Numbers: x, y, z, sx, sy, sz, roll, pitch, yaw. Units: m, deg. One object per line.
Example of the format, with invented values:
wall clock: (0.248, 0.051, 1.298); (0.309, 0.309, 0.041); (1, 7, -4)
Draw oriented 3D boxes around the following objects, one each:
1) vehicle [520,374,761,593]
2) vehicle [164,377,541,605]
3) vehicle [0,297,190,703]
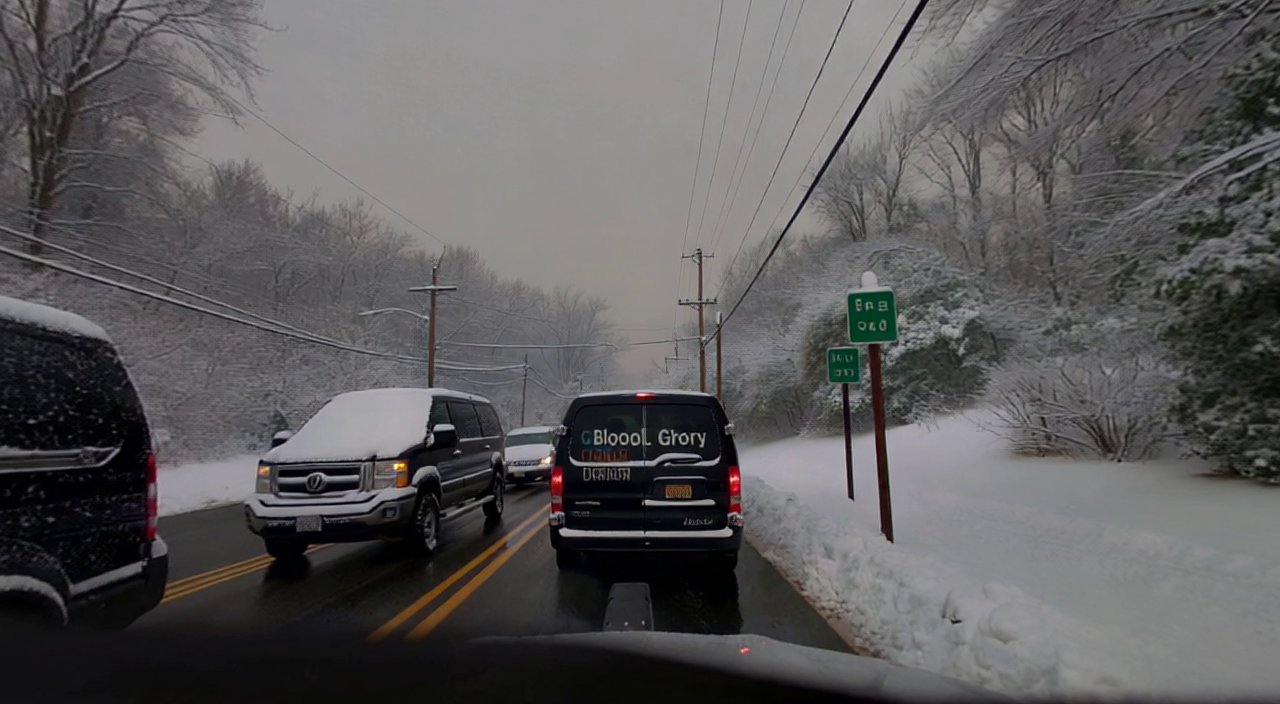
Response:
vehicle: (0.111, 1.462, 7.700); (2.117, 1.911, 4.095); (-1, -8, 3)
vehicle: (-2.753, 1.487, 7.622); (2.109, 1.851, 4.749); (-1, -8, 3)
vehicle: (-3.151, 0.477, 0.246); (2.160, 1.796, 4.997); (0, -8, 1)
